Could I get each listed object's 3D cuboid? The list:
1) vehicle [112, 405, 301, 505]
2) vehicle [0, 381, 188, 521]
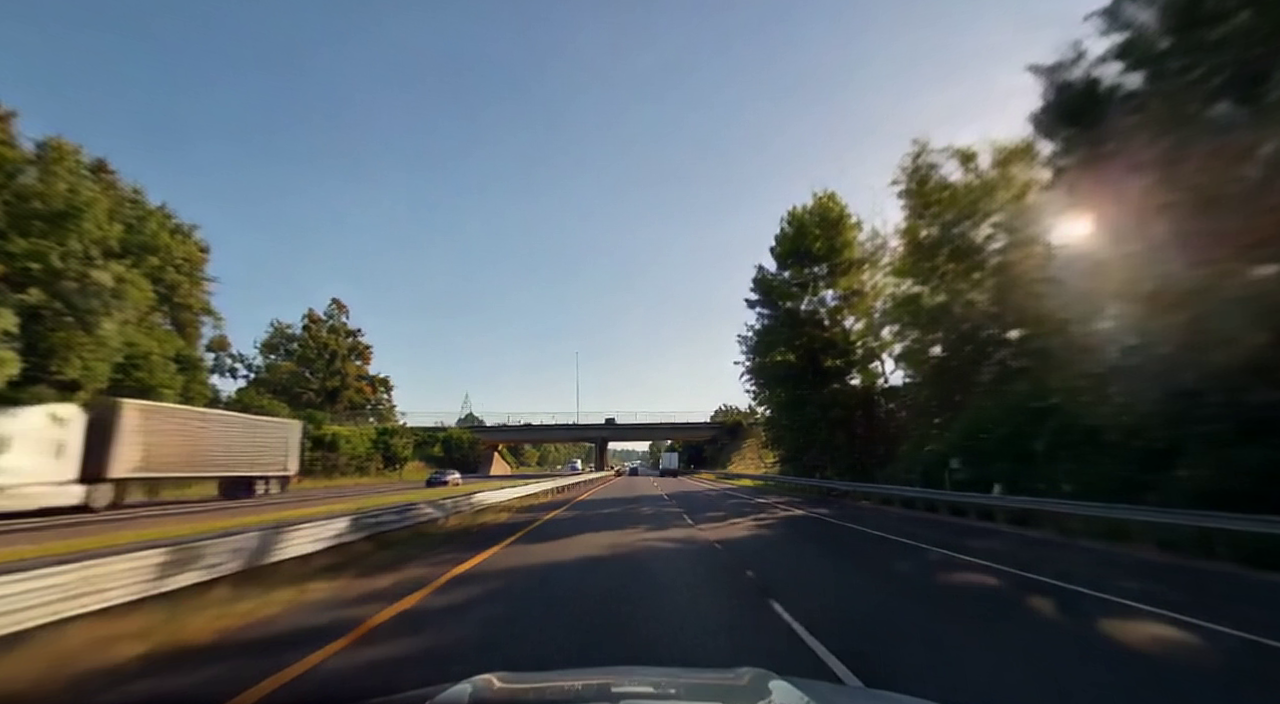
[{"bbox_3d":[-20.587,5.120,30.913,2.898,4.126,8.607,1,-10,0],"label":"vehicle"},{"bbox_3d":[-20.551,3.399,21.365,2.936,4.096,9.901,1,-10,0],"label":"vehicle"}]
